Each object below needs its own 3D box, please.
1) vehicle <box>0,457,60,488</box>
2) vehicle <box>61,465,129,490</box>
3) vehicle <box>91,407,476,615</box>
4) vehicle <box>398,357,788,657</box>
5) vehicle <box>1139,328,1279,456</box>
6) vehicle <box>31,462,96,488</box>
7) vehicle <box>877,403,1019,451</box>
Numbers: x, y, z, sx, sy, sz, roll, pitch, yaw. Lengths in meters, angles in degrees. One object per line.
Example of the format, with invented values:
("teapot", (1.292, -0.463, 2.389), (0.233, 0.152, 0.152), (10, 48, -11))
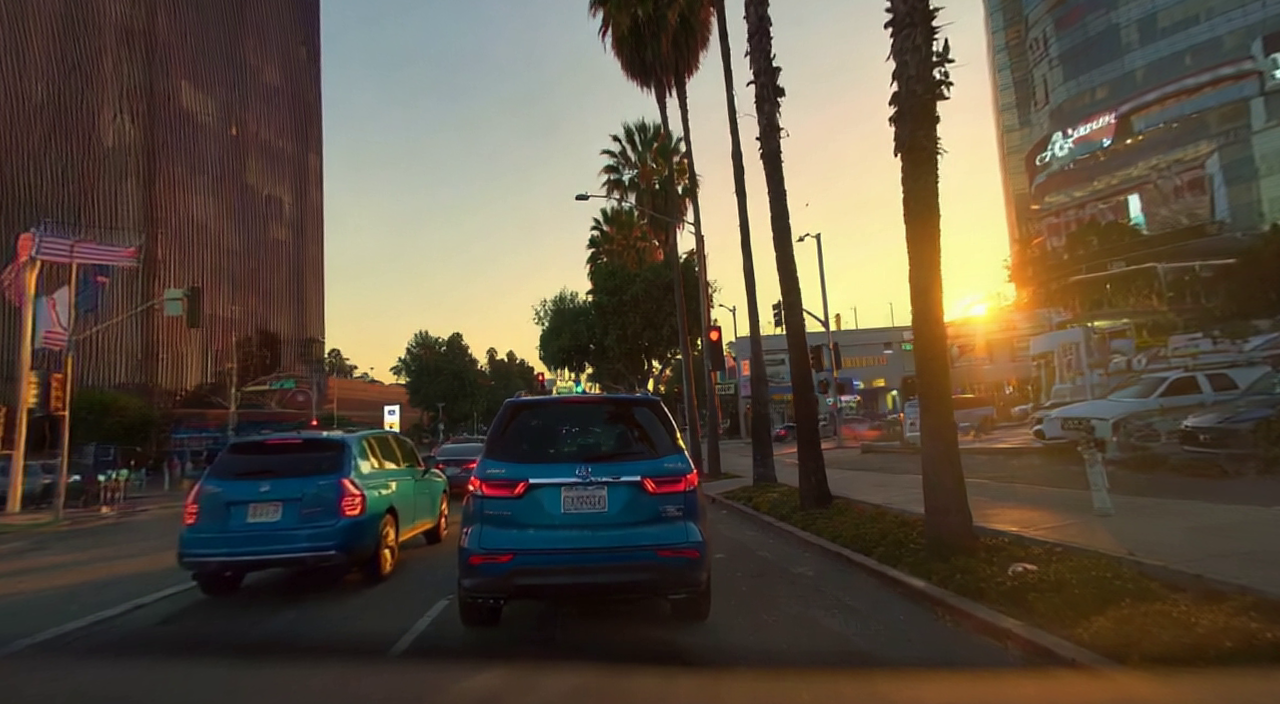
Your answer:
("vehicle", (-43.119, 8.415, 44.016), (1.951, 1.752, 3.911), (-6, -5, -4))
("vehicle", (-38.260, 8.789, 44.465), (2.008, 1.528, 3.242), (0, -8, -6))
("vehicle", (-3.598, 1.683, 7.821), (2.097, 1.692, 5.030), (0, -8, -4))
("vehicle", (-0.470, 1.340, 6.601), (2.519, 1.913, 4.819), (0, -8, -5))
("vehicle", (9.994, 0.630, 8.855), (4.374, 1.571, 1.963), (0, -8, -4))
("vehicle", (-40.613, 8.637, 44.582), (1.568, 1.425, 3.415), (-5, -6, -5))
("vehicle", (13.432, 3.326, 27.797), (5.033, 1.999, 2.259), (0, -8, -4))
